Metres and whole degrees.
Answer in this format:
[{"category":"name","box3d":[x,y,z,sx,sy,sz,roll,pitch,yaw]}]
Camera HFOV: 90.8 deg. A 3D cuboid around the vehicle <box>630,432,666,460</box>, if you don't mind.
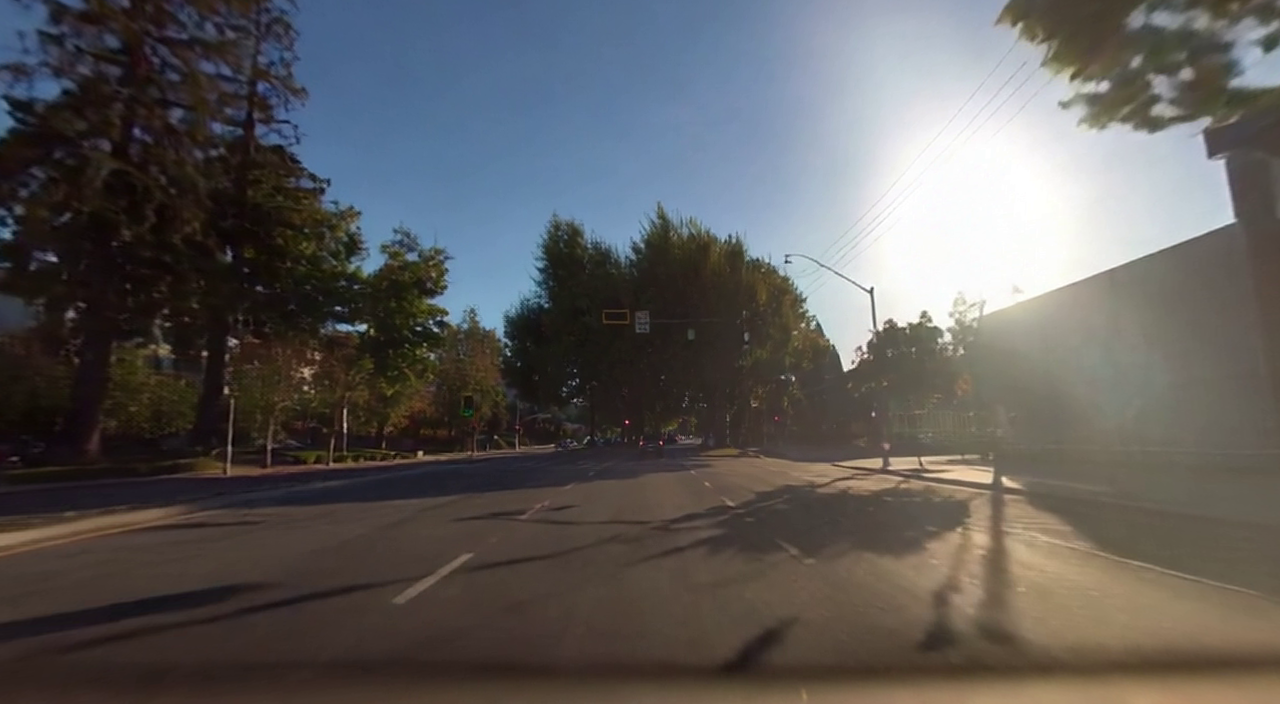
[{"category":"vehicle","box3d":[0.560,5.708,38.457,2.037,1.568,3.693,-1,-8,3]}]
